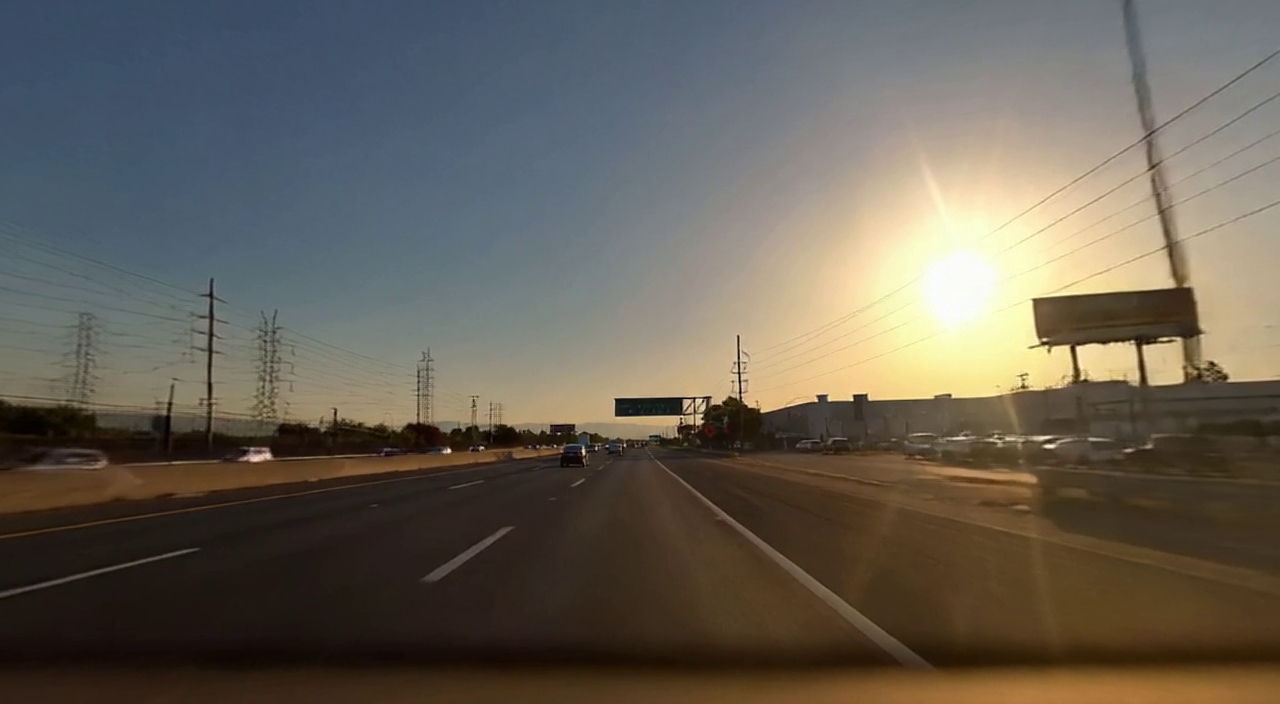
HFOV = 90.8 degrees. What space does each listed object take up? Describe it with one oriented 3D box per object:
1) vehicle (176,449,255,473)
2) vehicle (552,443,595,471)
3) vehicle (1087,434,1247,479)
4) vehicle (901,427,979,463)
[{"bbox_3d":[-29.071,7.436,43.467,2.019,1.502,4.837,0,-9,1],"label":"vehicle"},{"bbox_3d":[-3.768,6.042,36.627,1.940,1.479,4.545,0,-9,1],"label":"vehicle"},{"bbox_3d":[19.066,3.798,23.217,1.806,1.466,4.711,0,-9,0],"label":"vehicle"},{"bbox_3d":[18.831,5.884,40.020,2.165,2.077,5.451,0,-9,-1],"label":"vehicle"}]
